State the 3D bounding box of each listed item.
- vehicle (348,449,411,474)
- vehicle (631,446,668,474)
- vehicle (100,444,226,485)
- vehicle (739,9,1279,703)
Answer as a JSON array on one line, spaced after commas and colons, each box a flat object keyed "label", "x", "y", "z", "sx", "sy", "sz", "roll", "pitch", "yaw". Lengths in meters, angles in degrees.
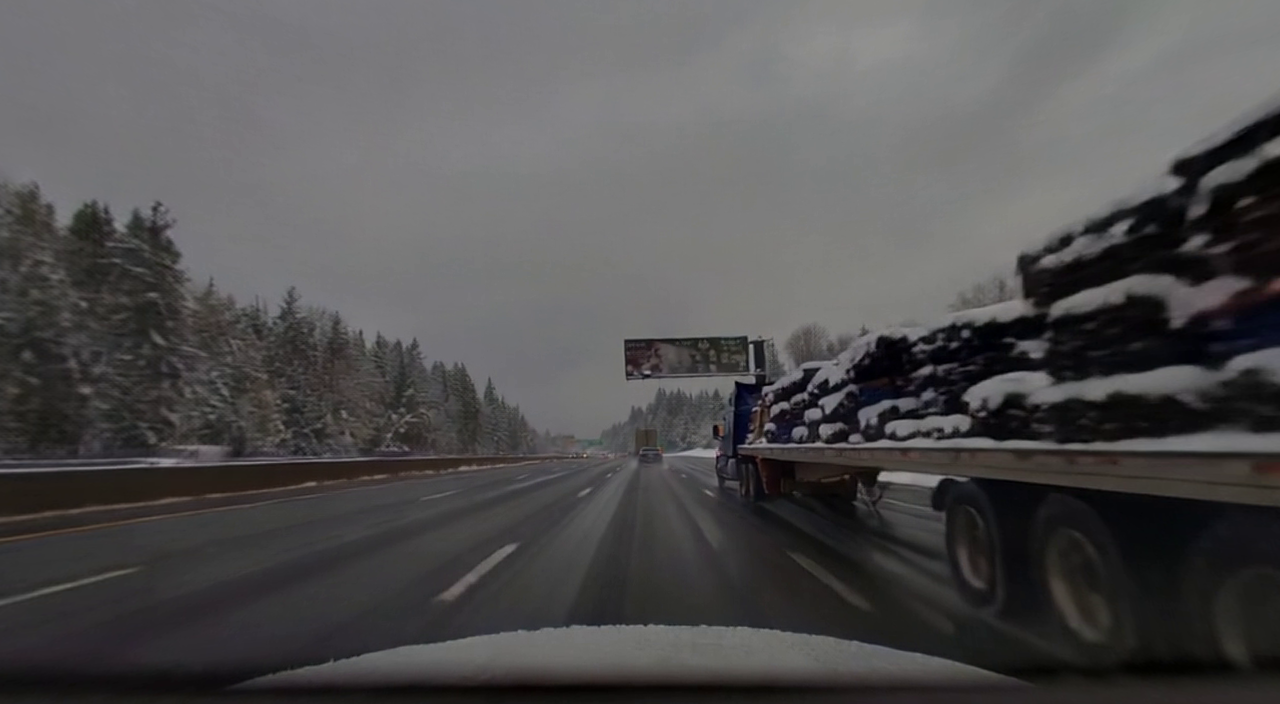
[{"label": "vehicle", "x": -17.350, "y": 7.301, "z": 42.301, "sx": 1.948, "sy": 1.538, "sz": 5.039, "roll": 0, "pitch": -8, "yaw": 1}, {"label": "vehicle", "x": 0.534, "y": 6.390, "z": 37.554, "sx": 2.042, "sy": 1.528, "sz": 4.300, "roll": 0, "pitch": -8, "yaw": 0}, {"label": "vehicle", "x": -25.446, "y": 5.987, "z": 34.044, "sx": 2.168, "sy": 1.955, "sz": 5.931, "roll": 0, "pitch": -8, "yaw": 0}, {"label": "vehicle", "x": 4.412, "y": 1.195, "z": 10.171, "sx": 2.917, "sy": 3.179, "sz": 18.723, "roll": 0, "pitch": -9, "yaw": 1}]
